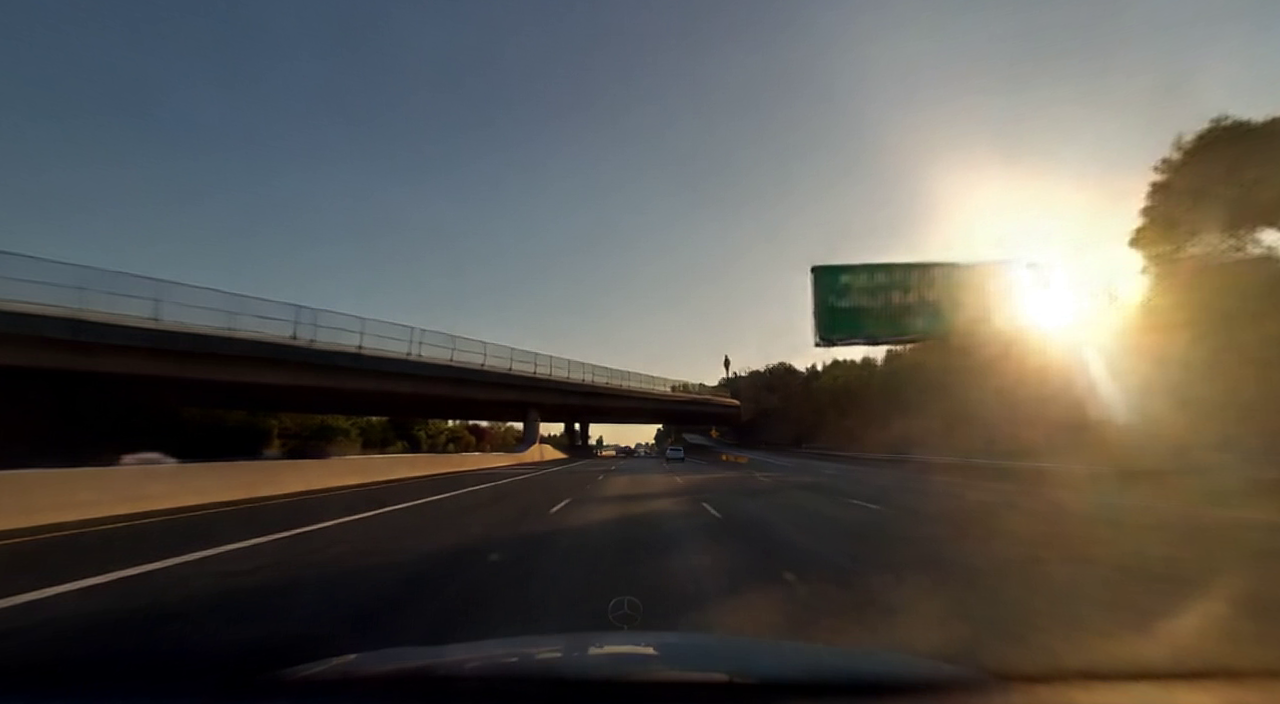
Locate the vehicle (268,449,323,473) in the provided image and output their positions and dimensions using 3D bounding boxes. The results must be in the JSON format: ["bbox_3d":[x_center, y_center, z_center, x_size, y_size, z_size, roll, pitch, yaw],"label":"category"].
[{"bbox_3d":[-20.272,6.399,37.218,1.480,1.315,3.196,0,-8,-1],"label":"vehicle"}]

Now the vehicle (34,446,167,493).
[{"bbox_3d":[-17.128,3.705,20.208,1.431,1.335,3.156,0,-8,0],"label":"vehicle"}]
